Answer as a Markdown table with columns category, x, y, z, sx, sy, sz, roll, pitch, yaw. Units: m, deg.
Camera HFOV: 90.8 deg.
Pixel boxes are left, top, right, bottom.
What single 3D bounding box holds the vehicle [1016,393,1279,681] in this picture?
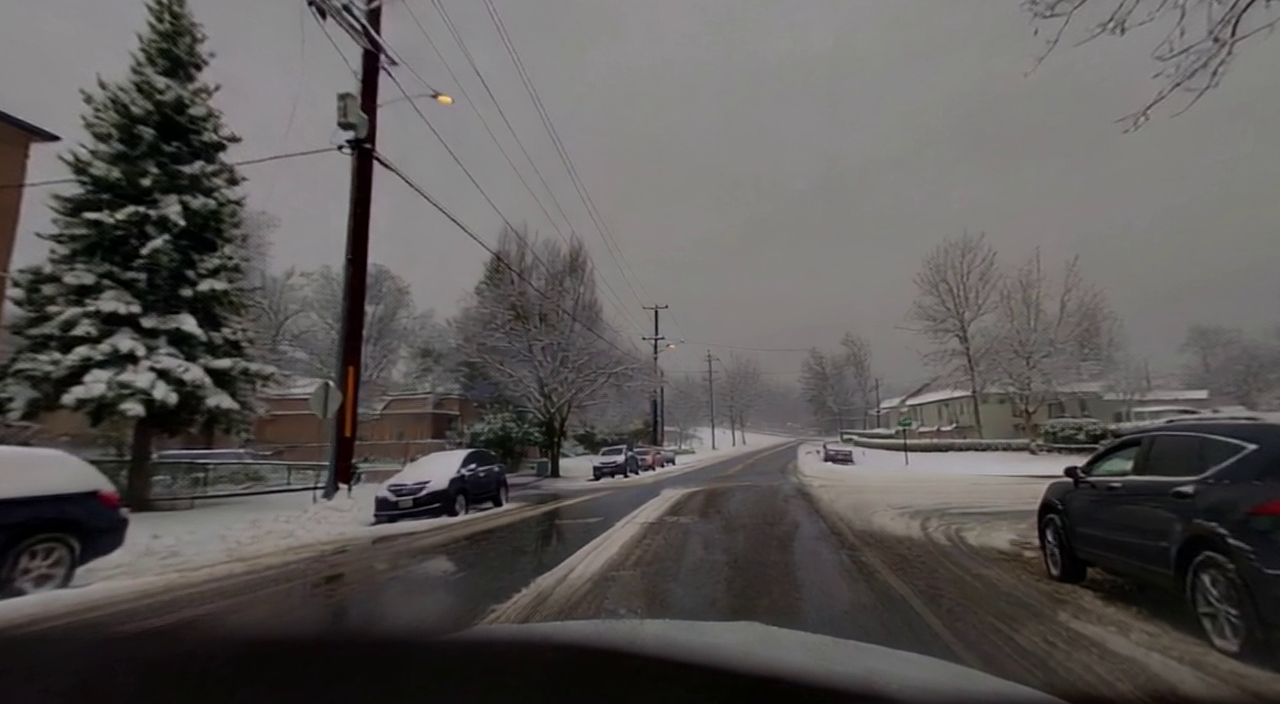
| category | x | y | z | sx | sy | sz | roll | pitch | yaw |
| --- | --- | --- | --- | --- | --- | --- | --- | --- | --- |
| vehicle | 5.122 | 1.288 | 5.046 | 2.180 | 1.677 | 4.432 | -2 | -8 | 11 |

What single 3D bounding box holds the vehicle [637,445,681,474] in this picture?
| category | x | y | z | sx | sy | sz | roll | pitch | yaw |
| --- | --- | --- | --- | --- | --- | --- | --- | --- | --- |
| vehicle | 1.400 | 7.483 | 43.872 | 1.953 | 1.699 | 4.234 | -9 | -12 | 13 |

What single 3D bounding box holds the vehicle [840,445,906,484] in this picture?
| category | x | y | z | sx | sy | sz | roll | pitch | yaw |
| --- | --- | --- | --- | --- | --- | --- | --- | --- | --- |
| vehicle | 9.894 | 4.780 | 27.122 | 1.964 | 1.515 | 4.055 | -2 | -9 | 11 |

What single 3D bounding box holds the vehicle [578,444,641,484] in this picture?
| category | x | y | z | sx | sy | sz | roll | pitch | yaw |
| --- | --- | --- | --- | --- | --- | --- | --- | --- | --- |
| vehicle | -1.428 | 5.537 | 31.612 | 2.011 | 1.801 | 4.676 | -2 | -9 | 12 |

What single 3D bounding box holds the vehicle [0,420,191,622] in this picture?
| category | x | y | z | sx | sy | sz | roll | pitch | yaw |
| --- | --- | --- | --- | --- | --- | --- | --- | --- | --- |
| vehicle | -6.733 | 1.570 | 5.399 | 2.068 | 1.745 | 4.579 | -8 | -10 | 9 |

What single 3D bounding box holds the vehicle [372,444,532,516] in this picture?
| category | x | y | z | sx | sy | sz | roll | pitch | yaw |
| --- | --- | --- | --- | --- | --- | --- | --- | --- | --- |
| vehicle | -4.763 | 3.410 | 16.943 | 2.017 | 1.582 | 4.664 | -4 | -11 | 13 |
